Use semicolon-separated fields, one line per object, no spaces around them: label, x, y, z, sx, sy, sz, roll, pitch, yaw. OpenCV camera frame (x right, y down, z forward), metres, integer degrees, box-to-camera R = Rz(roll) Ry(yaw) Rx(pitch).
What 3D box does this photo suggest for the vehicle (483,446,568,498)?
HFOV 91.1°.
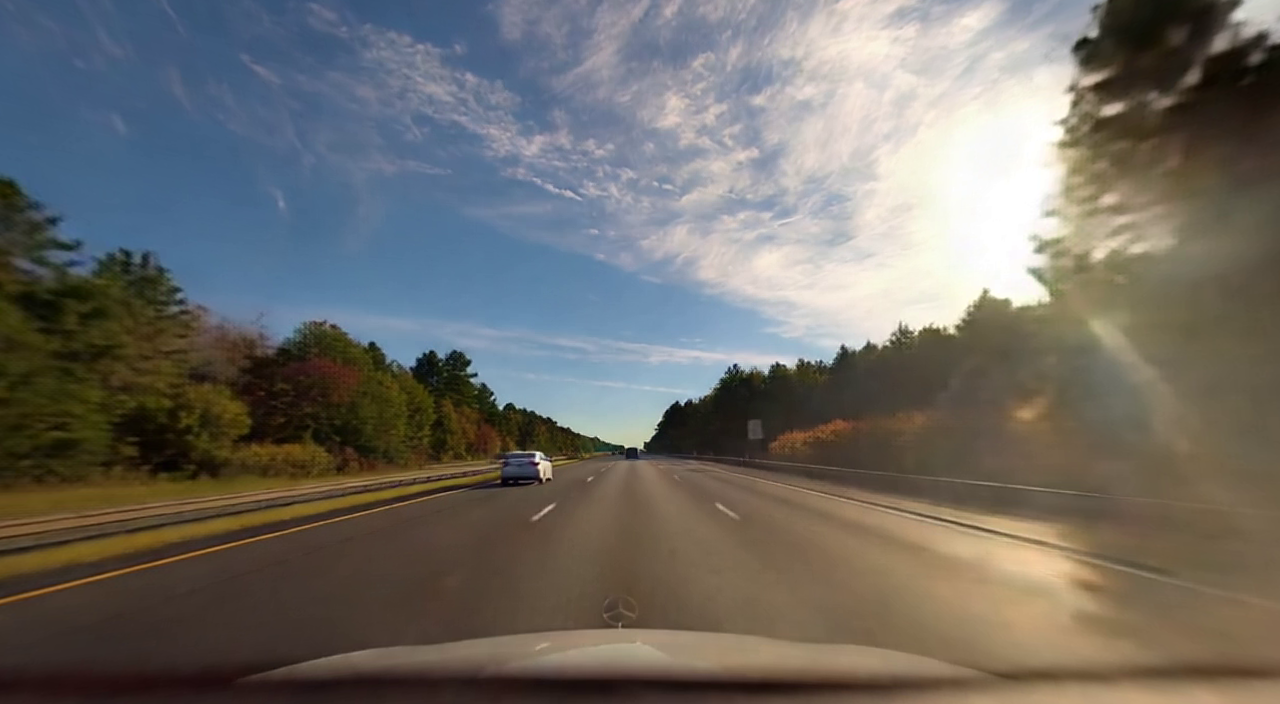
vehicle;-3.546;3.783;20.196;1.970;1.492;3.944;0;-9;0
